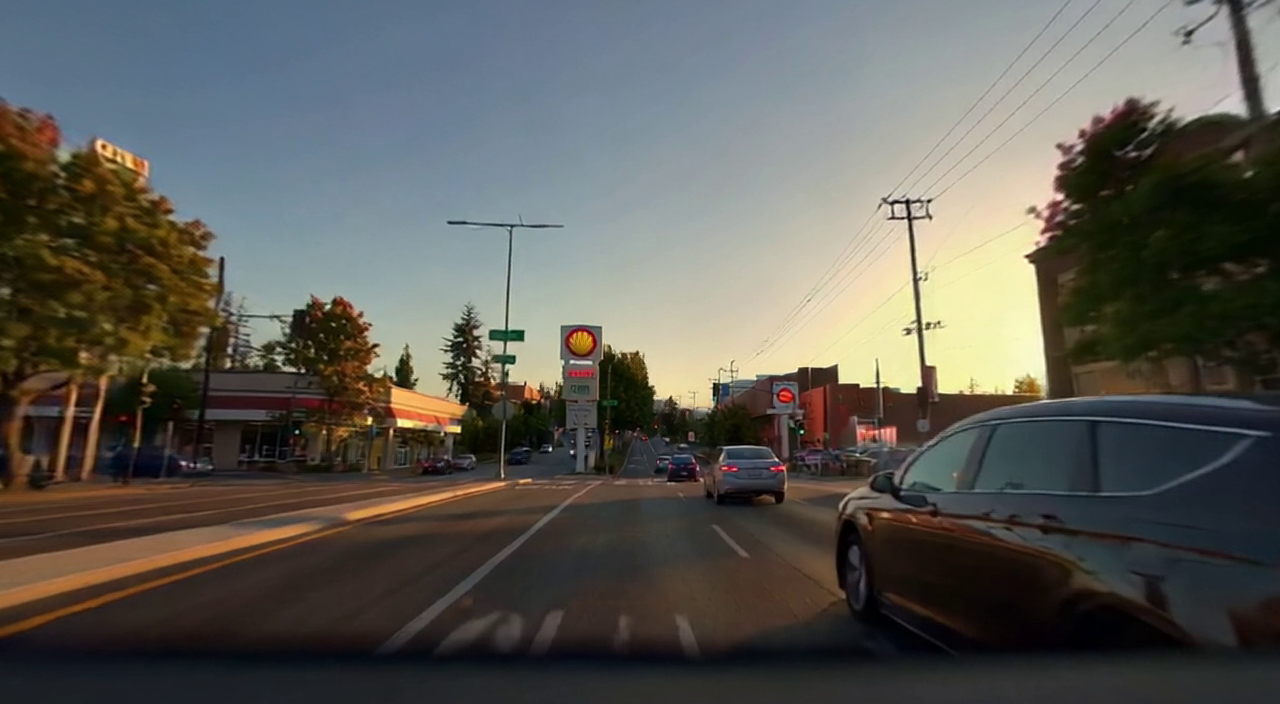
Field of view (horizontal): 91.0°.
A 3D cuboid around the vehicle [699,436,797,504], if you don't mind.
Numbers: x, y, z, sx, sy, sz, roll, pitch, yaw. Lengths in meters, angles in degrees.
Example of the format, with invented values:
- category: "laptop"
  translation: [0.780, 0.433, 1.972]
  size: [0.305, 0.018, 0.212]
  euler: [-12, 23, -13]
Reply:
- category: "vehicle"
  translation: [2.920, 3.293, 17.950]
  size: [1.999, 1.679, 4.217]
  euler: [0, -9, -1]

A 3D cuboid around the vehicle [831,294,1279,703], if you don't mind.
- category: "vehicle"
  translation: [2.710, 0.922, 2.854]
  size: [2.183, 1.720, 4.842]
  euler: [0, -9, 0]

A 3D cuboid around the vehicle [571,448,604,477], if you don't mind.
- category: "vehicle"
  translation: [-3.764, 7.825, 44.237]
  size: [2.189, 1.836, 4.693]
  euler: [0, -12, -6]

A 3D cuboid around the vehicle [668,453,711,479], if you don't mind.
- category: "vehicle"
  translation: [2.989, 6.986, 38.930]
  size: [2.282, 1.458, 4.362]
  euler: [0, -9, -1]
